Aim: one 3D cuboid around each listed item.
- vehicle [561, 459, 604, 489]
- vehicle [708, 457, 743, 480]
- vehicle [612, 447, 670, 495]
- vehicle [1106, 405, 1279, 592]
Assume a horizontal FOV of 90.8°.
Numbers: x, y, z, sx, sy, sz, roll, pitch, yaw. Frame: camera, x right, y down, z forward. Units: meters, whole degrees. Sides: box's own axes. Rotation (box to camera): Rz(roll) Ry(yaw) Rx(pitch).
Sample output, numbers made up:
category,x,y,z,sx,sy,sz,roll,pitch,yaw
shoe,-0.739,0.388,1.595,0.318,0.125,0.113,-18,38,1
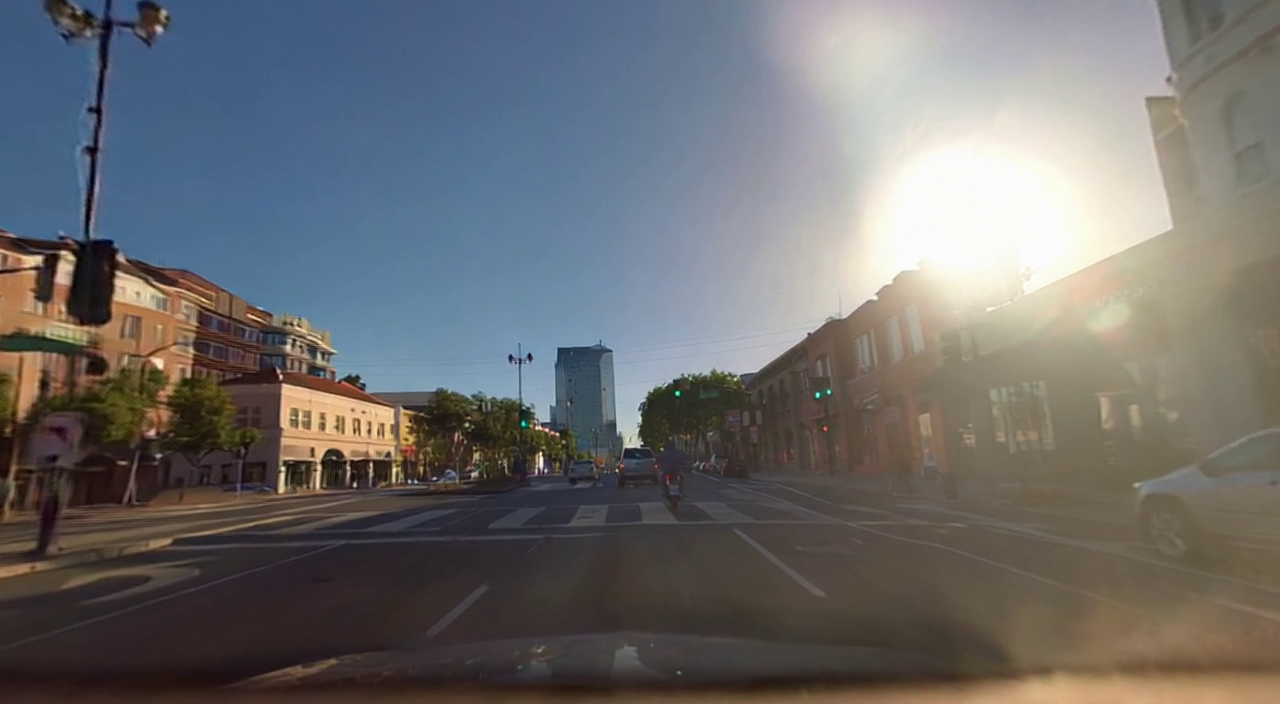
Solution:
category,x,y,z,sx,sy,sz,roll,pitch,yaw
vehicle,-3.143,6.747,35.296,2.014,1.470,4.552,0,-9,-1
vehicle,6.688,9.121,49.652,2.069,1.590,4.066,0,-9,-1
vehicle,-0.040,4.905,26.464,2.223,1.775,4.250,0,-9,-2
vehicle,7.161,1.331,5.642,2.018,1.772,4.968,0,-9,-2
